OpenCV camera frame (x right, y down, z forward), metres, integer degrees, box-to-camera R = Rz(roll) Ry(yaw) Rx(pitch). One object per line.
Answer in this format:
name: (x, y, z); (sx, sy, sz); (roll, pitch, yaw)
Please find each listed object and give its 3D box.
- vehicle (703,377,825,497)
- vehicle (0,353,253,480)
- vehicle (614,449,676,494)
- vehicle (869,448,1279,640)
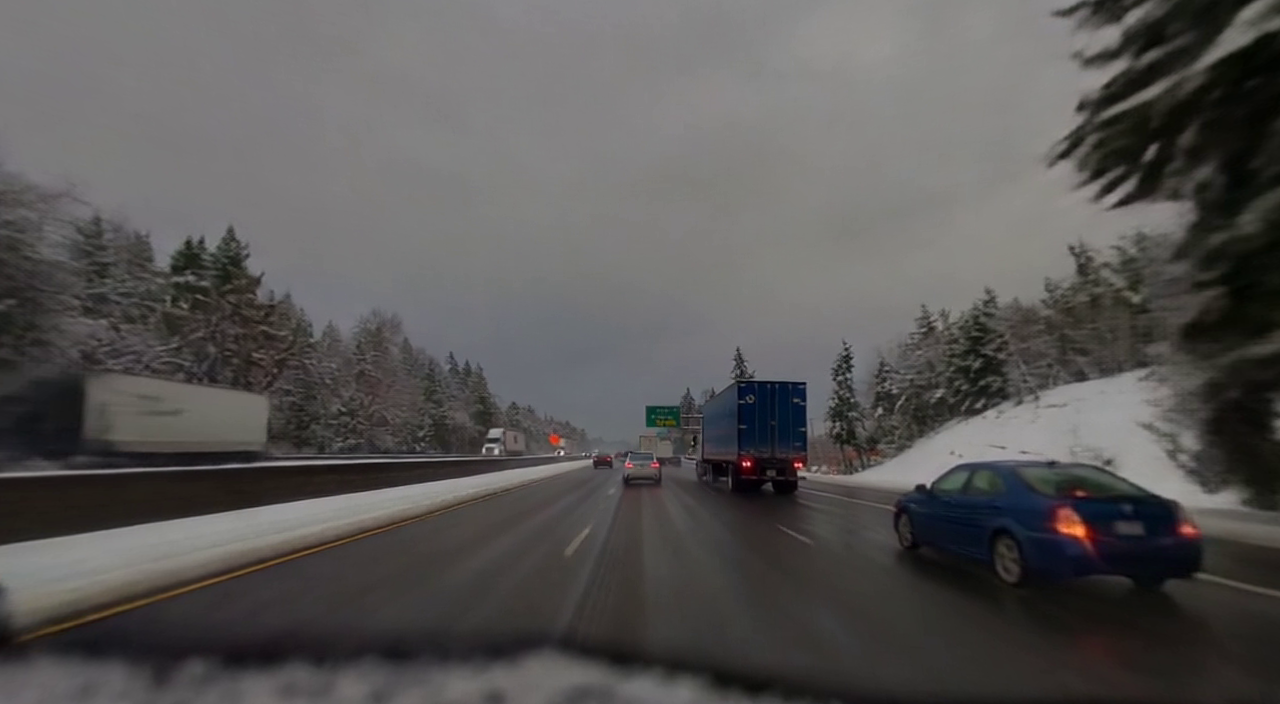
vehicle: (4.863, 3.943, 28.237); (2.877, 4.035, 13.897); (0, -9, 1)
vehicle: (-19.759, 2.738, 23.791); (2.806, 3.616, 11.656); (0, -9, 0)
vehicle: (0.162, 4.404, 23.622); (2.089, 1.516, 4.191); (0, -9, 0)
vehicle: (4.340, 1.760, 6.881); (2.037, 1.377, 4.407); (0, -9, 0)
